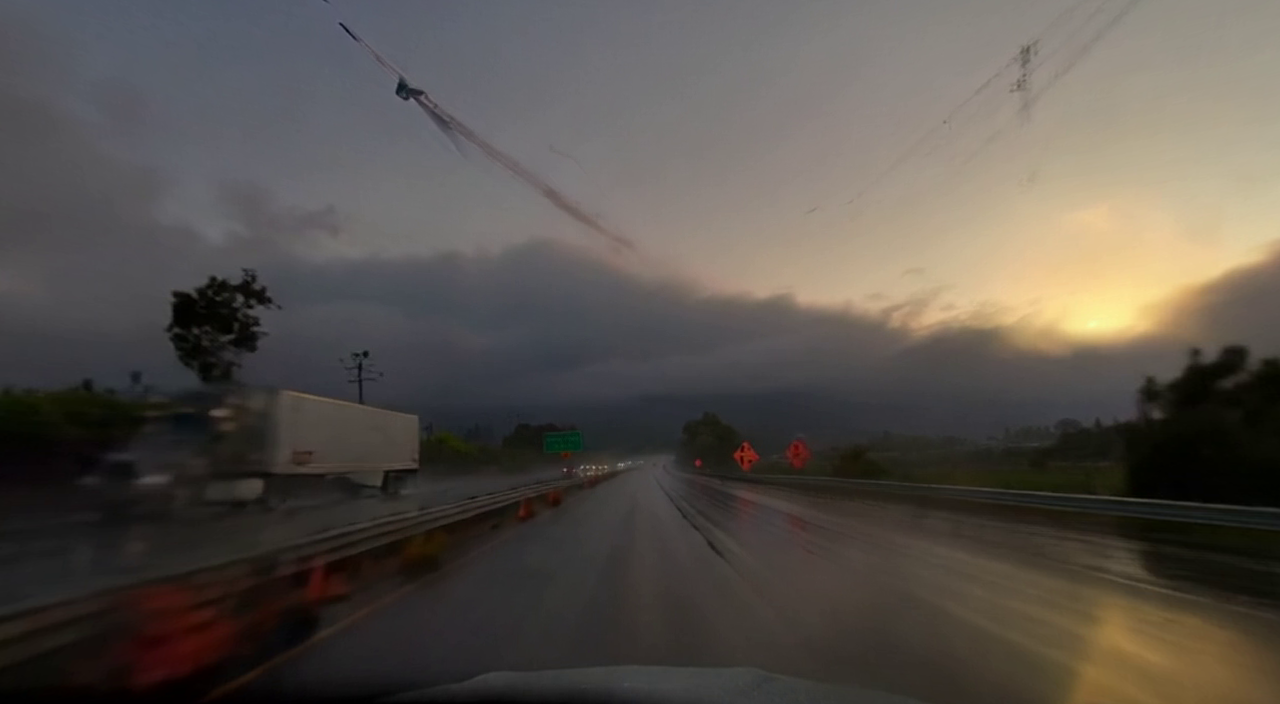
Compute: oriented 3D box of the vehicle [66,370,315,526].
[{"bbox_3d":[-13.179,2.996,19.351,2.963,3.991,5.854,1,-10,0],"label":"vehicle"}]
